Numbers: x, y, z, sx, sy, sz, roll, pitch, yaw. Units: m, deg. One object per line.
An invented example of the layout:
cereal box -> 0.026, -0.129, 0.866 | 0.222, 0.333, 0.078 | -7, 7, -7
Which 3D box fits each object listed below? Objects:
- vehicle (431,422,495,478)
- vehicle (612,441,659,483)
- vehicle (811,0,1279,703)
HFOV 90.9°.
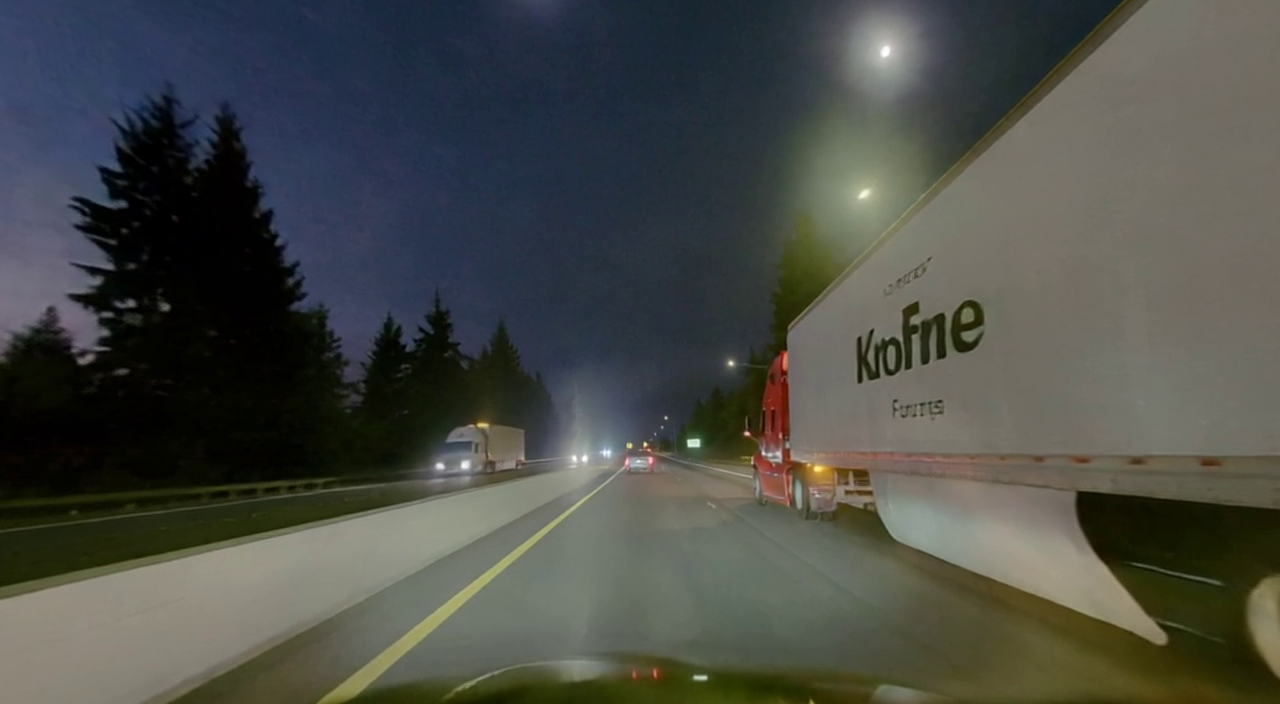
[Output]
vehicle -> -13.333, 7.461, 47.996 | 3.008, 3.963, 5.909 | 0, -9, 1
vehicle -> -0.221, 5.270, 30.450 | 2.105, 1.865, 4.102 | 0, -9, 0
vehicle -> 4.326, -0.075, 3.723 | 3.030, 3.985, 12.707 | 0, -9, 0
